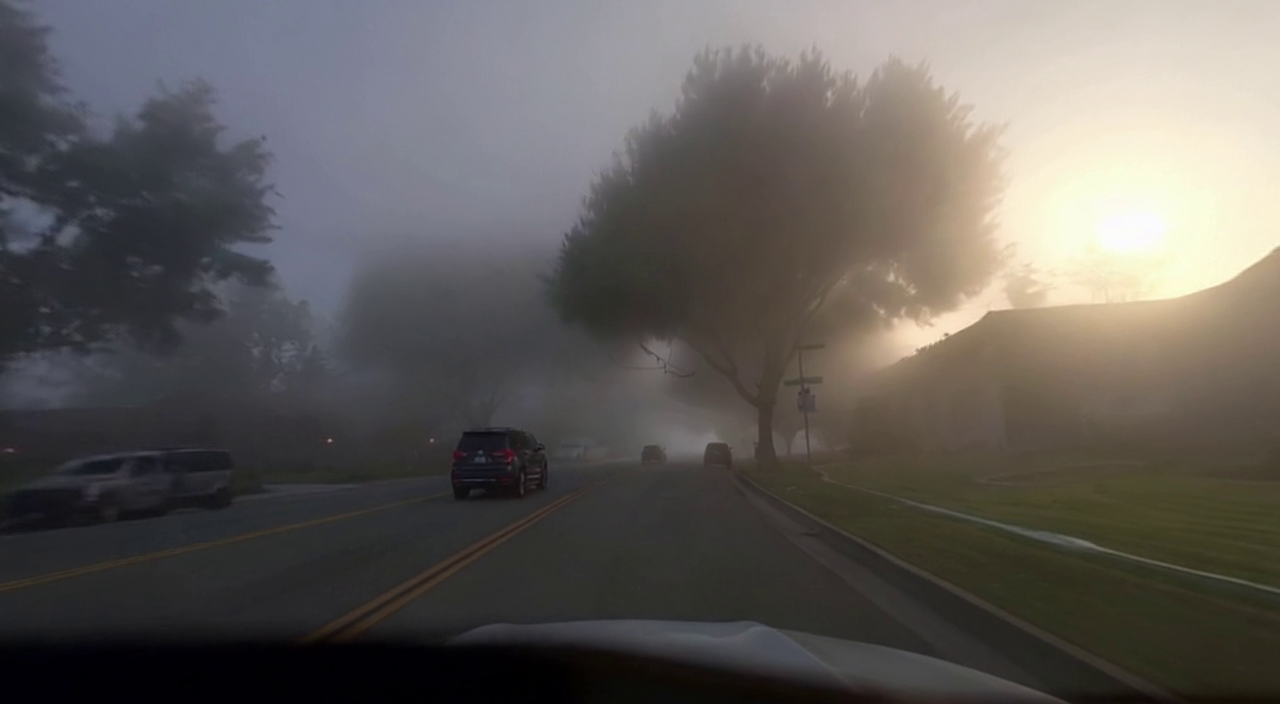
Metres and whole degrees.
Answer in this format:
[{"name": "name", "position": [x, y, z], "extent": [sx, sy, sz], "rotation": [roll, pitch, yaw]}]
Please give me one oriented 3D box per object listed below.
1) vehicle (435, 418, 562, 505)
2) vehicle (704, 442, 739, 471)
[{"name": "vehicle", "position": [-3.794, 3.054, 18.048], "extent": [2.085, 2.084, 5.133], "rotation": [-1, -8, 4]}, {"name": "vehicle", "position": [5.100, 6.444, 39.270], "extent": [2.040, 1.643, 4.446], "rotation": [-1, -9, 8]}]
